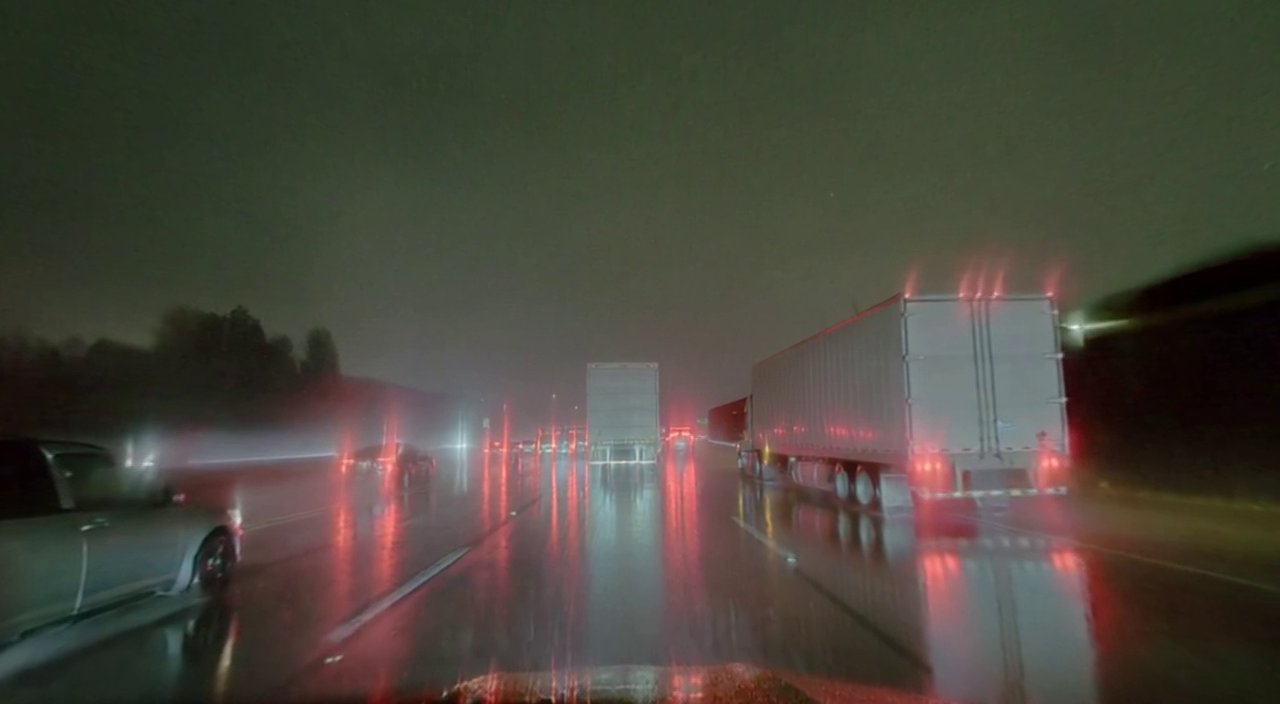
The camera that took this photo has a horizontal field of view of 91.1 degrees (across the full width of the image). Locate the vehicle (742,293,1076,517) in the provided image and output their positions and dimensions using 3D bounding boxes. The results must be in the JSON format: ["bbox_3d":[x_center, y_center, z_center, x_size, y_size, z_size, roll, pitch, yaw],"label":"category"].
[{"bbox_3d":[5.830,1.815,18.057,2.863,3.936,14.058,0,-8,-2],"label":"vehicle"}]

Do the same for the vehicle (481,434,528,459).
[{"bbox_3d":[-8.613,6.025,40.285,2.019,1.471,4.347,0,-8,0],"label":"vehicle"}]

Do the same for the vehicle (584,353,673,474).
[{"bbox_3d":[-0.528,2.688,26.042,2.938,4.033,9.980,0,-8,-2],"label":"vehicle"}]

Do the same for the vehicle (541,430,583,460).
[{"bbox_3d":[-4.530,5.471,37.104,1.986,1.612,4.155,0,-8,0],"label":"vehicle"}]

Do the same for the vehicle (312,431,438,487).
[{"bbox_3d":[-7.783,3.149,18.995,1.909,1.479,4.425,0,-8,0],"label":"vehicle"}]

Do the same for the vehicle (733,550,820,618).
[{"bbox_3d":[5.430,9.333,25.500,2.835,2.000,2.696,0,-8,-2],"label":"vehicle"}]

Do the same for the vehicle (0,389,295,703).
[{"bbox_3d":[-3.871,0.997,3.378,1.882,1.493,3.828,0,-8,-1],"label":"vehicle"}]
